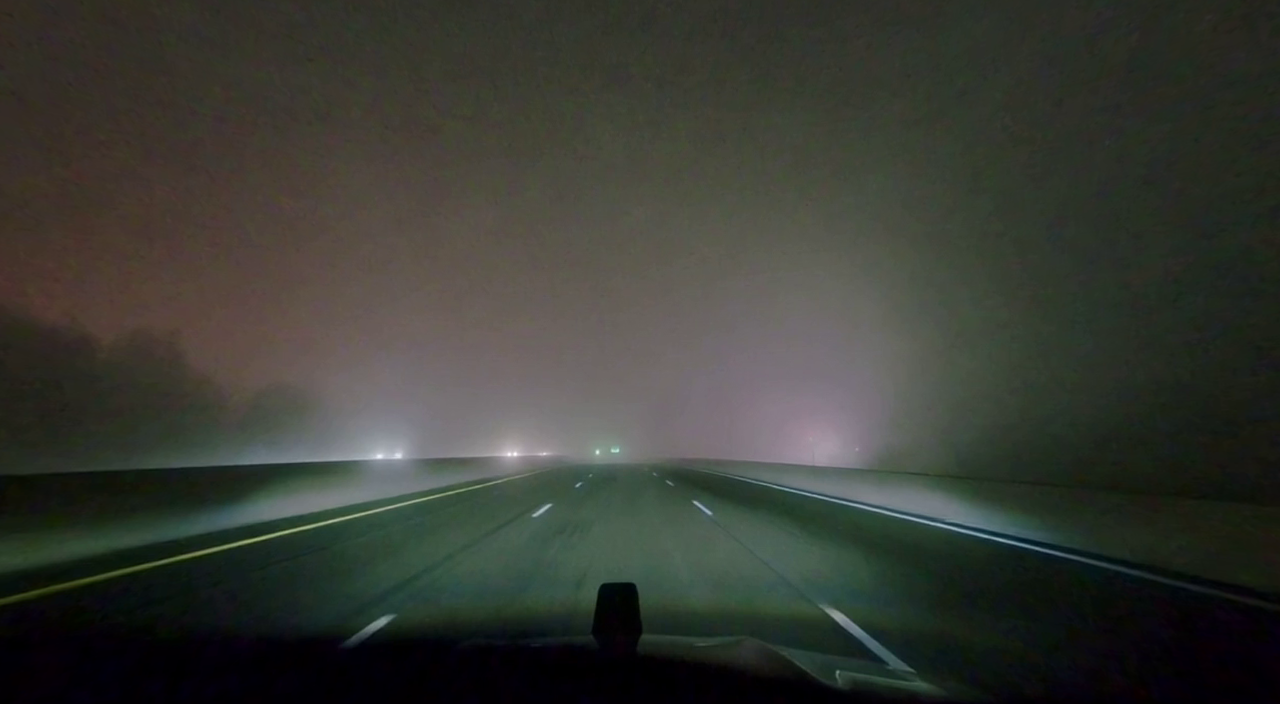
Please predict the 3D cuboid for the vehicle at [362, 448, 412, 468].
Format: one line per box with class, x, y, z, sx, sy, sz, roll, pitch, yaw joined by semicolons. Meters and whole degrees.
vehicle;-18.864;7.904;47.015;1.832;1.454;4.661;0;-9;-1
